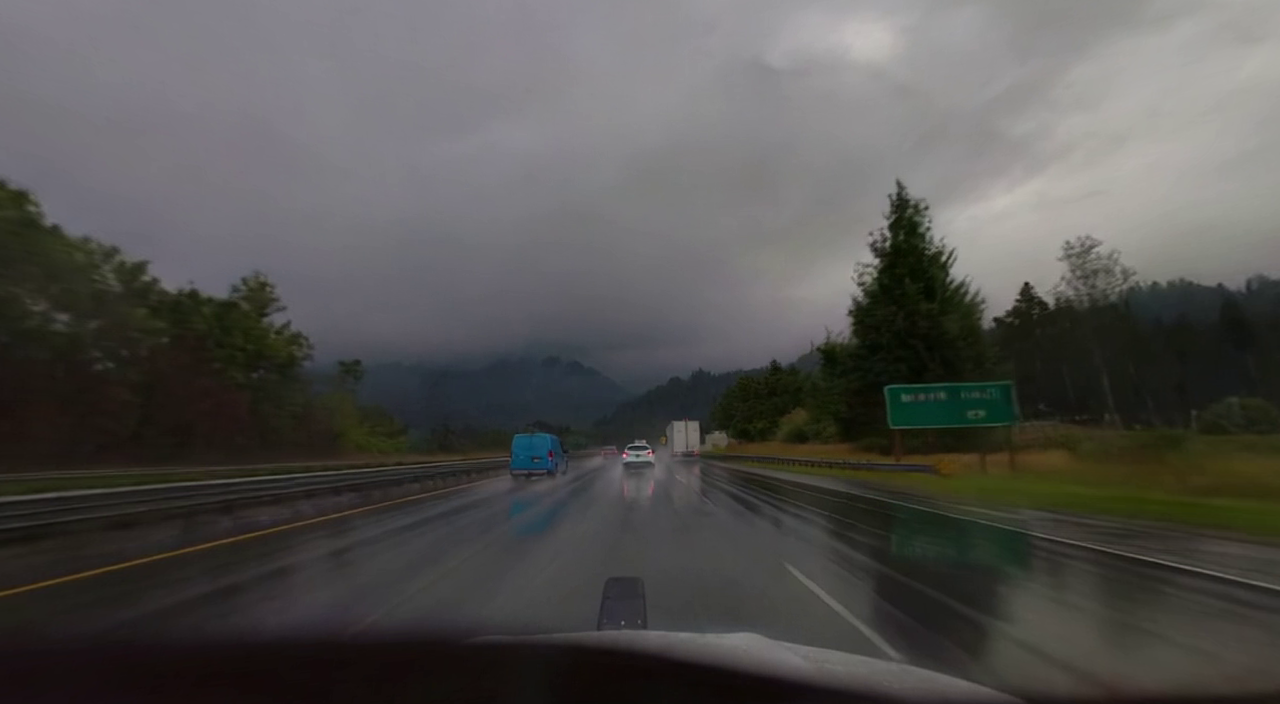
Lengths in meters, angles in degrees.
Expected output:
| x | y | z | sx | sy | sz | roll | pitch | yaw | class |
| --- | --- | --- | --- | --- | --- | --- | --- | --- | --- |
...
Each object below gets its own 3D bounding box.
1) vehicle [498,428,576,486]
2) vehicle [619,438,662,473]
| x | y | z | sx | sy | sz | roll | pitch | yaw | class |
| --- | --- | --- | --- | --- | --- | --- | --- | --- | --- |
| -3.885 | 4.087 | 24.725 | 2.167 | 1.991 | 5.062 | 0 | -9 | 0 | vehicle |
| 0.039 | 5.687 | 34.729 | 2.209 | 1.825 | 4.036 | 0 | -9 | 0 | vehicle |
